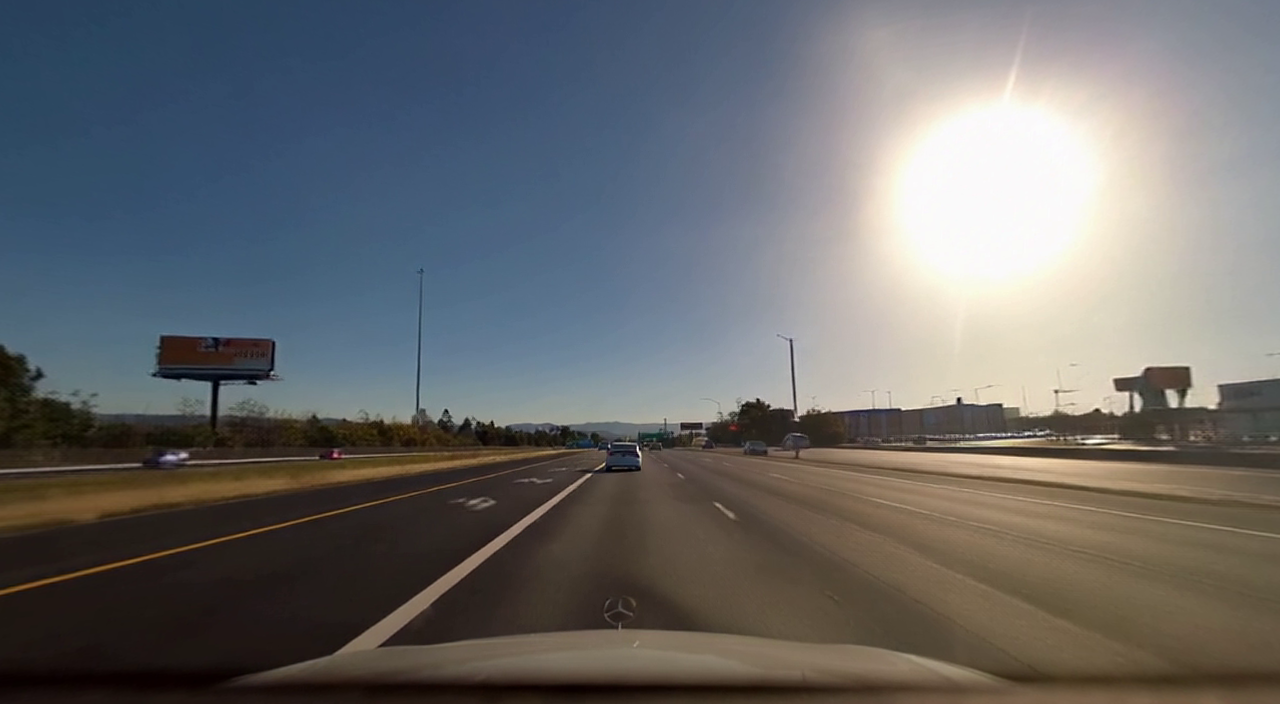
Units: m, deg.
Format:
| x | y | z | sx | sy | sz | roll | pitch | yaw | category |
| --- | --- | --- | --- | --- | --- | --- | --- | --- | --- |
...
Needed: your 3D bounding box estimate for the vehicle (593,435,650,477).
| x | y | z | sx | sy | sz | roll | pitch | yaw | category |
| --- | --- | --- | --- | --- | --- | --- | --- | --- | --- |
| -0.696 | 4.243 | 25.934 | 2.147 | 1.576 | 3.964 | 0 | -8 | 0 | vehicle |
